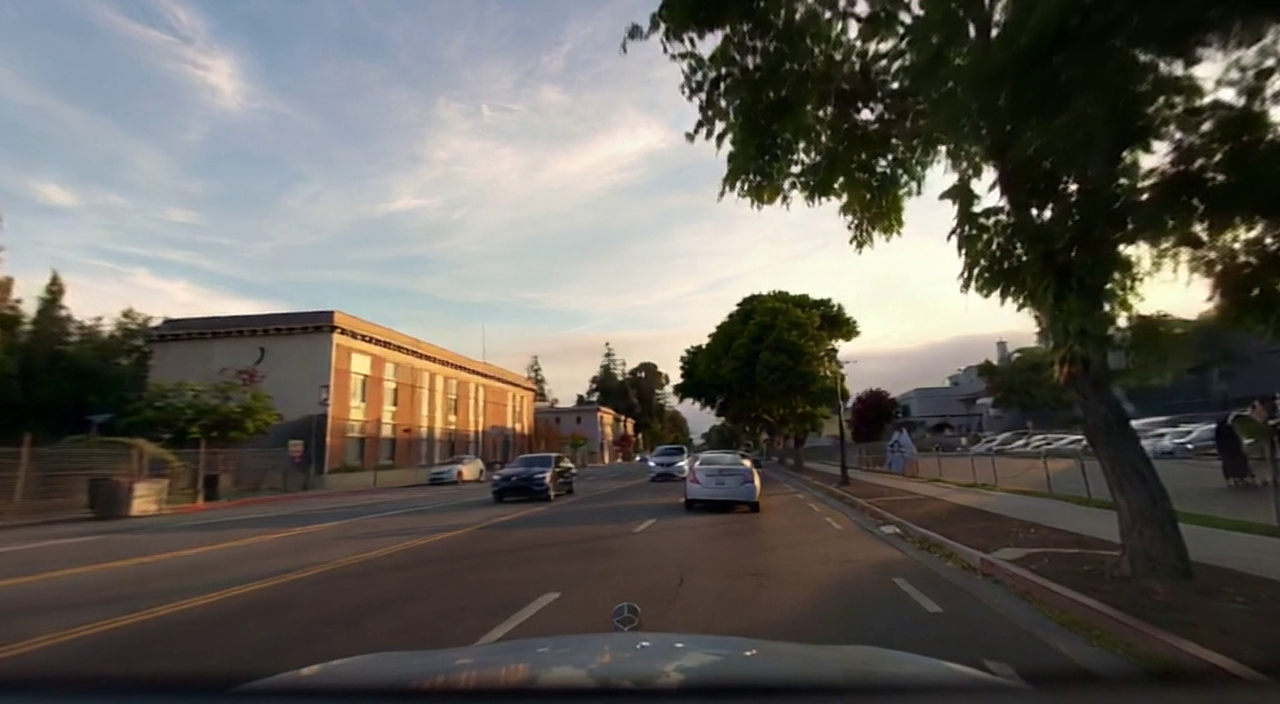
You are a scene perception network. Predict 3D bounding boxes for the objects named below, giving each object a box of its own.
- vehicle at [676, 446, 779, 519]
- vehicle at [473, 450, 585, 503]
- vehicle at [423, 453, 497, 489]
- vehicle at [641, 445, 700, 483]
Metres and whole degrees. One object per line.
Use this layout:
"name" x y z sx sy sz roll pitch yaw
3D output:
"vehicle" 2.169 3.057 15.429 2.116 1.479 4.358 -2 -9 9
"vehicle" -3.459 4.003 20.798 2.170 1.465 4.648 -2 -9 10
"vehicle" -9.222 6.113 32.702 1.982 1.445 4.458 -7 -9 7
"vehicle" 1.596 5.475 31.323 2.294 1.695 4.792 -2 -9 10
